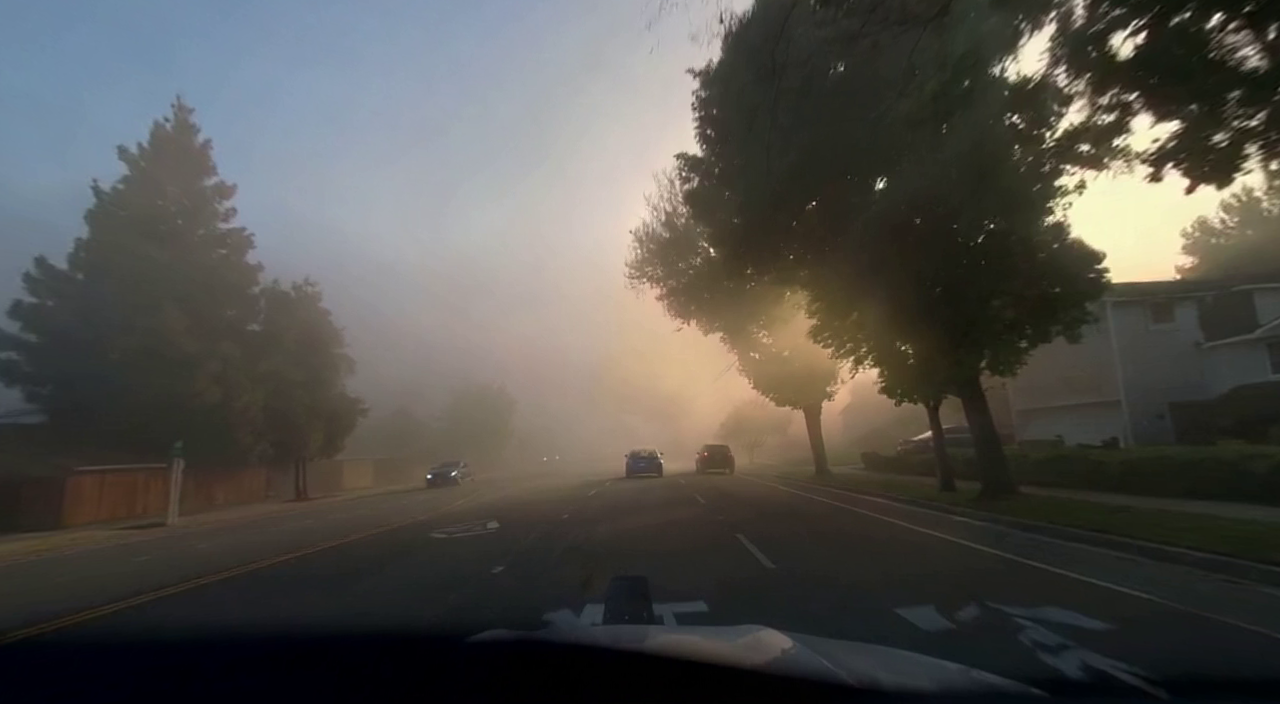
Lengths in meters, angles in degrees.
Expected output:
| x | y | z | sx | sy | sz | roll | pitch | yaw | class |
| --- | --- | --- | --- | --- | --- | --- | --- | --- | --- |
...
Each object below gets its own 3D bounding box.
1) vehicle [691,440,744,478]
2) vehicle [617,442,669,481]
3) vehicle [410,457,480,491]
| x | y | z | sx | sy | sz | roll | pitch | yaw | class |
| --- | --- | --- | --- | --- | --- | --- | --- | --- | --- |
| 3.728 | 5.255 | 31.157 | 2.024 | 1.711 | 4.512 | 0 | -8 | -1 | vehicle |
| 0.129 | 4.971 | 28.927 | 2.200 | 1.653 | 4.127 | 0 | -8 | 0 | vehicle |
| -9.779 | 6.131 | 31.989 | 1.916 | 1.492 | 4.677 | -1 | -8 | 2 | vehicle |
